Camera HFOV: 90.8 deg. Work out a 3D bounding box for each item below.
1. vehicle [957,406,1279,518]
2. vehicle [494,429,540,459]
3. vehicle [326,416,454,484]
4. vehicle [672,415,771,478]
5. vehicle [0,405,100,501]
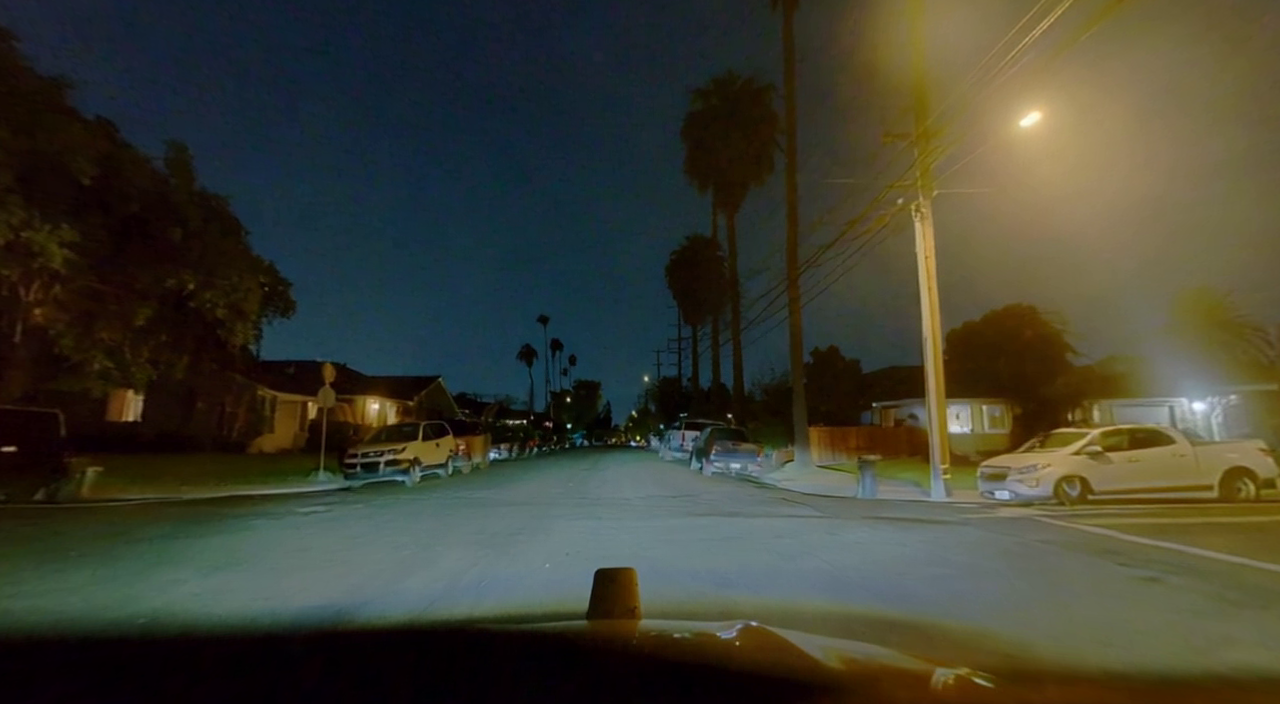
[{"bbox_3d":[10.249,2.234,13.186,5.971,1.967,2.385,-1,-9,-5],"label":"vehicle"},{"bbox_3d":[-8.023,6.066,41.686,2.178,1.865,4.658,0,-9,-2],"label":"vehicle"},{"bbox_3d":[-7.027,2.838,18.372,2.198,1.724,4.493,1,-9,-5],"label":"vehicle"},{"bbox_3d":[2.626,3.313,22.194,2.505,1.895,5.805,1,-9,-2],"label":"vehicle"},{"bbox_3d":[-14.815,2.097,12.553,5.847,1.766,2.392,-1,-8,-3],"label":"vehicle"}]
